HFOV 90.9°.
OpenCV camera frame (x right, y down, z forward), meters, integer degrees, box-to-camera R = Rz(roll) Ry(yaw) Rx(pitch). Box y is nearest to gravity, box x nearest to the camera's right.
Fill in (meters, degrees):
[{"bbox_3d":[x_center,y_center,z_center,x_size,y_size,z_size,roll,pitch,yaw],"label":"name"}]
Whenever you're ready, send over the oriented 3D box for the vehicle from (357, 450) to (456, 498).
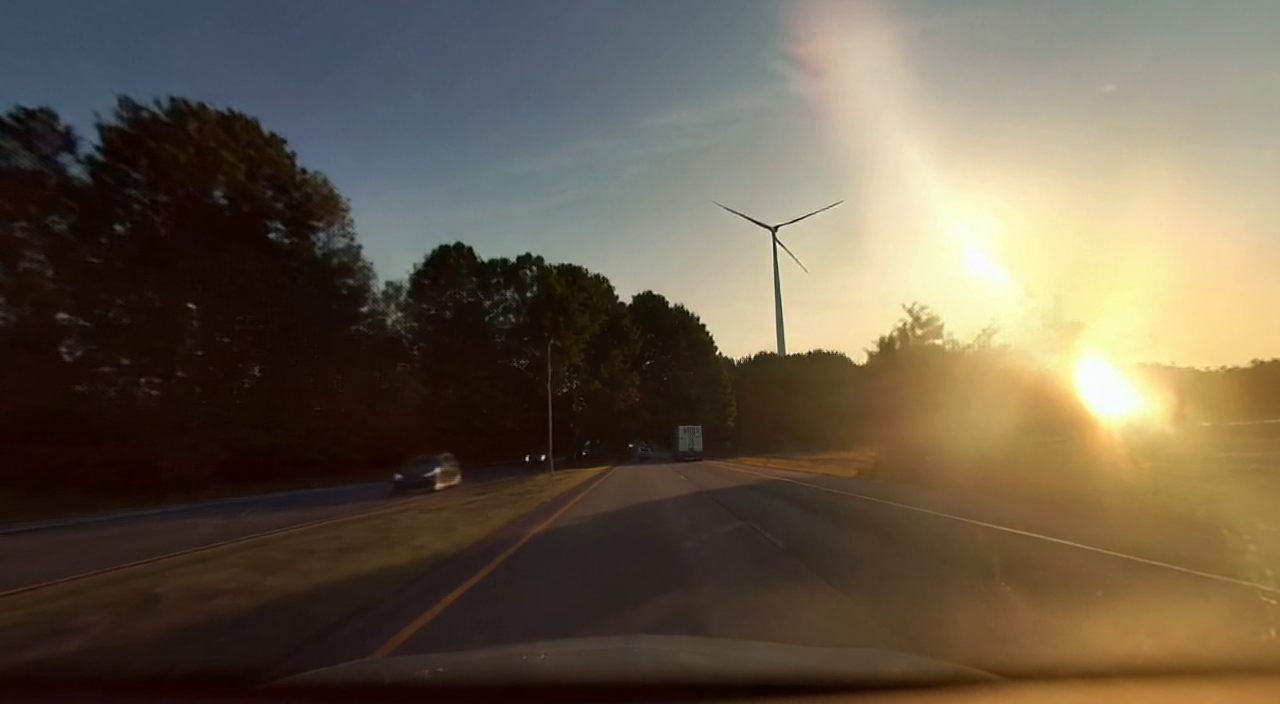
[{"bbox_3d":[-8.596,4.493,23.656,2.074,1.607,4.254,0,-9,0],"label":"vehicle"}]
